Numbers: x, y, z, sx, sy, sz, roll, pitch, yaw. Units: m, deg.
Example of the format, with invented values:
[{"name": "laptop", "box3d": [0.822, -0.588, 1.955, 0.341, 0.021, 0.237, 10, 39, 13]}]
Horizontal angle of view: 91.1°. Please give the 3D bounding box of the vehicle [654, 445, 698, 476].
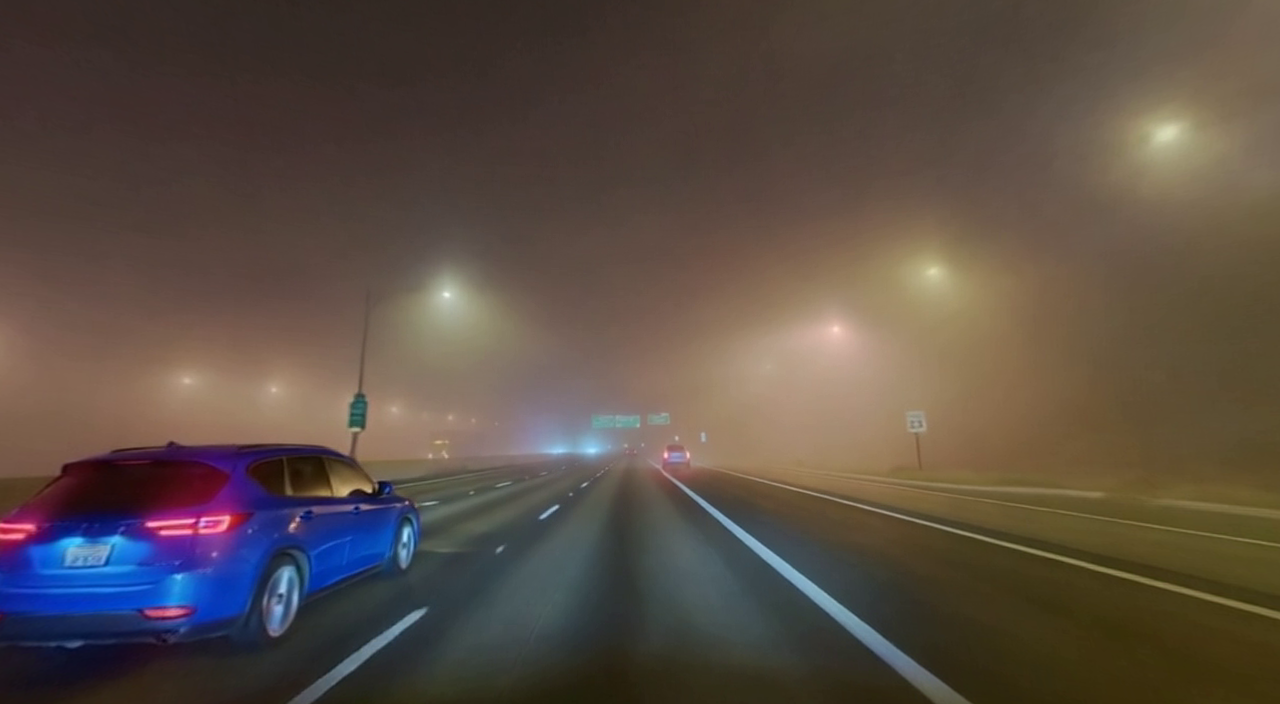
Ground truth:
[{"name": "vehicle", "box3d": [1.818, 5.631, 32.849, 2.055, 1.501, 4.321, 0, -9, 0]}]
